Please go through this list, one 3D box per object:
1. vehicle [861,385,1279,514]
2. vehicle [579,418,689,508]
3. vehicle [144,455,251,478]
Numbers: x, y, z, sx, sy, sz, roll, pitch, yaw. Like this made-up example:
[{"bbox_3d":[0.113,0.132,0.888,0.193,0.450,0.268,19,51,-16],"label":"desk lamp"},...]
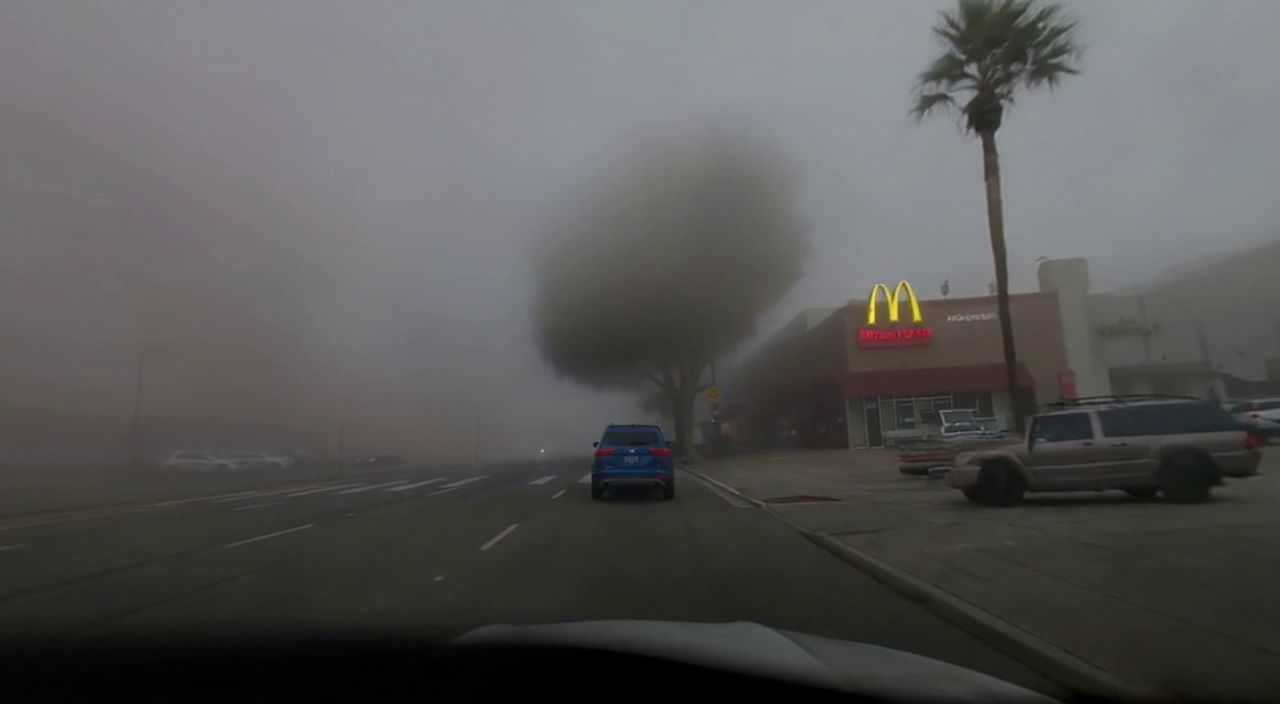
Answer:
[{"bbox_3d":[6.238,1.482,9.697,4.828,1.733,2.231,0,-9,0],"label":"vehicle"},{"bbox_3d":[-0.179,2.553,14.882,2.234,1.818,3.869,0,-9,-1],"label":"vehicle"},{"bbox_3d":[-27.610,7.150,39.622,5.154,1.343,1.943,4,-9,-24],"label":"vehicle"}]
